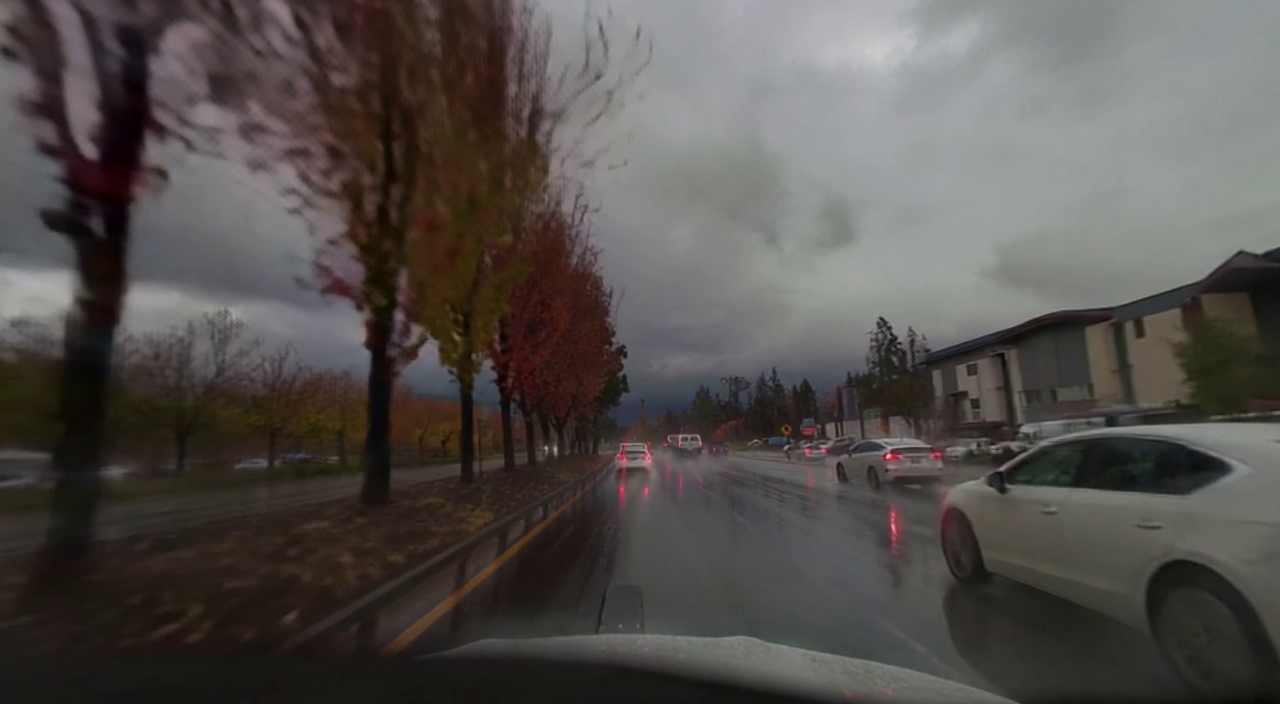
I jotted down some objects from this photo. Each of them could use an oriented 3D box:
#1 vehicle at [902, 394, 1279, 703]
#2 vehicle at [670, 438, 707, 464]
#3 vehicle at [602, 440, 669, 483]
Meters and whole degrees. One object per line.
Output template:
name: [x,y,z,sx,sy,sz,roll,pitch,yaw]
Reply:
vehicle: [3.677,1.132,4.025,2.094,1.480,4.323,0,-9,-1]
vehicle: [3.455,7.141,45.726,2.188,1.760,4.297,0,-8,-1]
vehicle: [-0.182,4.091,23.975,2.289,1.471,4.477,0,-8,-1]
